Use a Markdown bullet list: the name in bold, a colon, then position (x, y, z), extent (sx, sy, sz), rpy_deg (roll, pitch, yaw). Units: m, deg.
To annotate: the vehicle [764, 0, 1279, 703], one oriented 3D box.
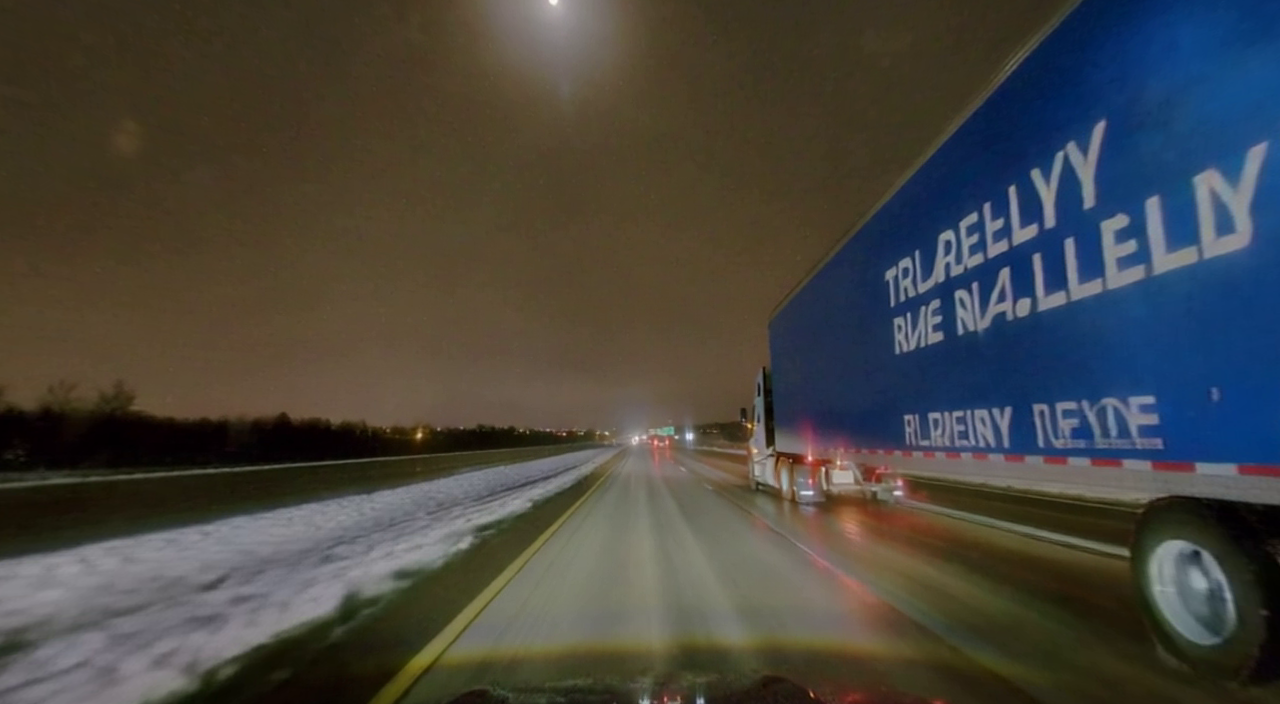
- **vehicle**: position (4.170, 0.351, 6.604), extent (3.006, 4.093, 14.142), rpy_deg (0, -8, 1)
